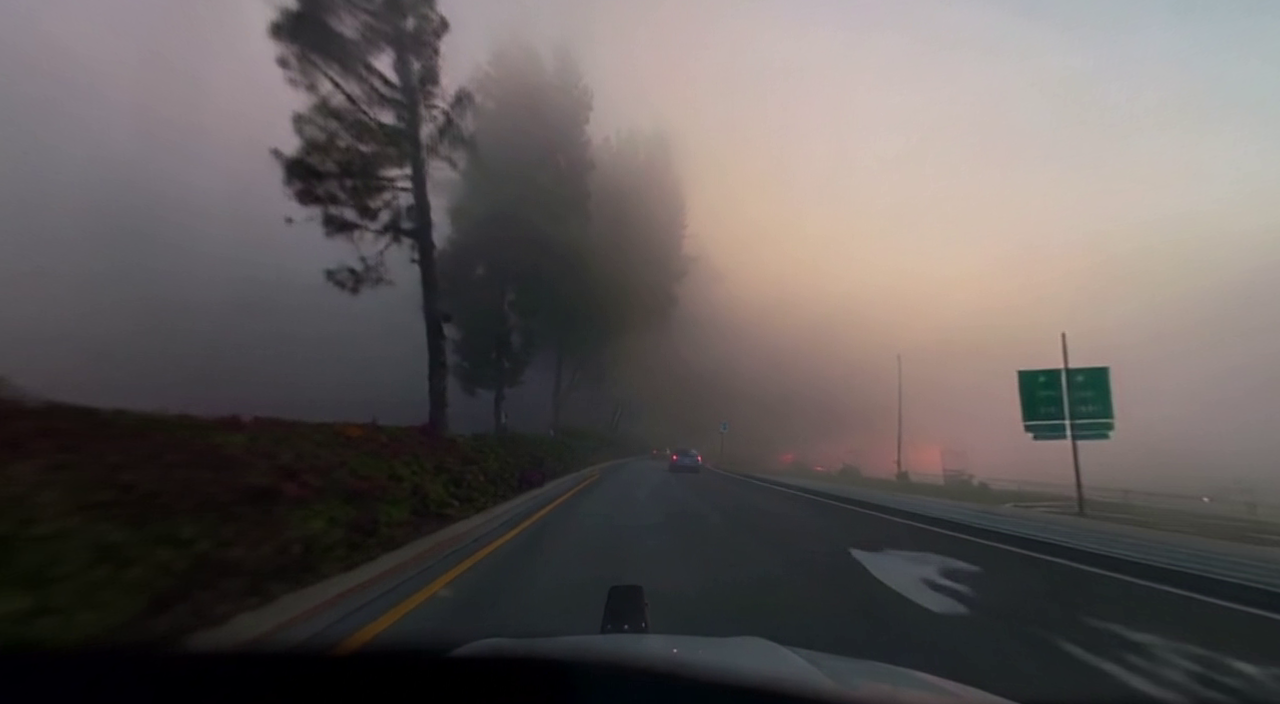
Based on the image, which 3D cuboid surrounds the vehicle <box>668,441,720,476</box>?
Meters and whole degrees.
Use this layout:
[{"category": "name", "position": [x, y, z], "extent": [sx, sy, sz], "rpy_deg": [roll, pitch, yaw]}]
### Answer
[{"category": "vehicle", "position": [2.382, 4.818, 28.800], "extent": [1.956, 1.473, 4.640], "rpy_deg": [0, -8, 0]}]
